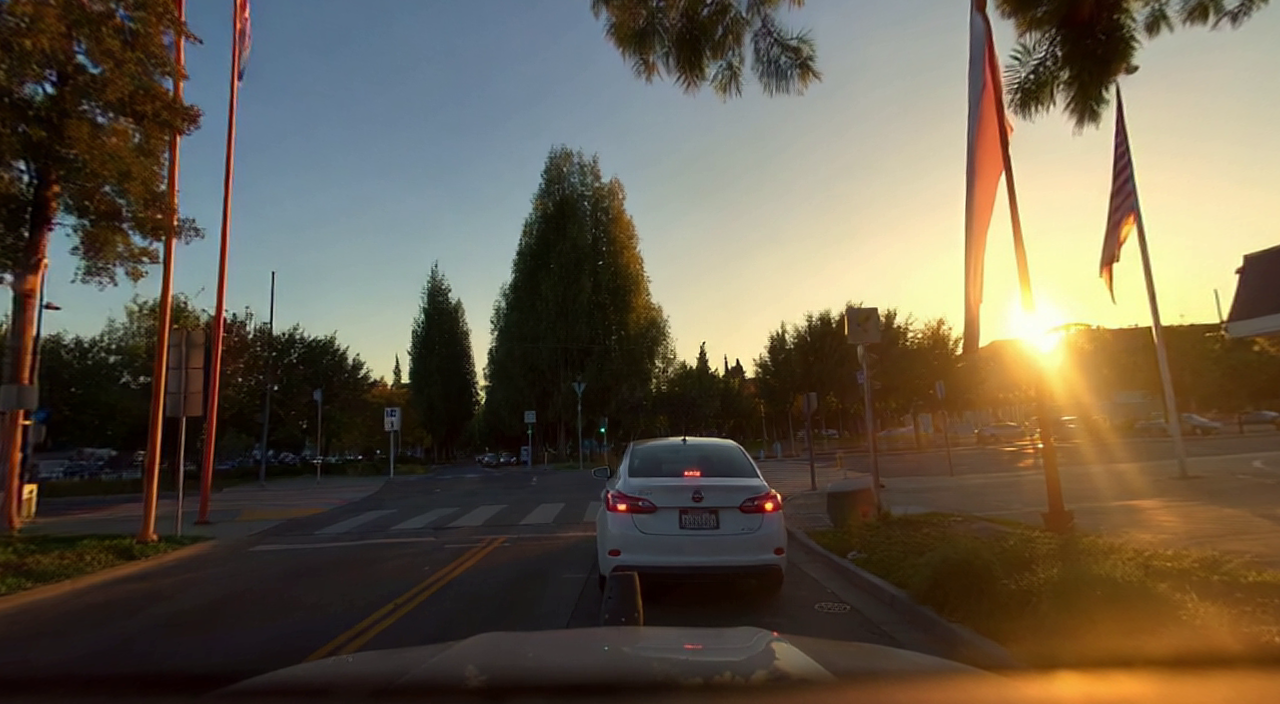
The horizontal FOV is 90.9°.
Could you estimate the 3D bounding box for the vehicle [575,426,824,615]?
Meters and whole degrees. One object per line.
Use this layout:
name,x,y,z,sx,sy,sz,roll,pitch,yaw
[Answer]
vehicle,0.385,1.621,6.905,1.985,1.463,3.647,0,-9,-3

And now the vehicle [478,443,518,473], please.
vehicle,-9.998,7.498,44.749,2.212,1.948,4.537,0,-9,-5
